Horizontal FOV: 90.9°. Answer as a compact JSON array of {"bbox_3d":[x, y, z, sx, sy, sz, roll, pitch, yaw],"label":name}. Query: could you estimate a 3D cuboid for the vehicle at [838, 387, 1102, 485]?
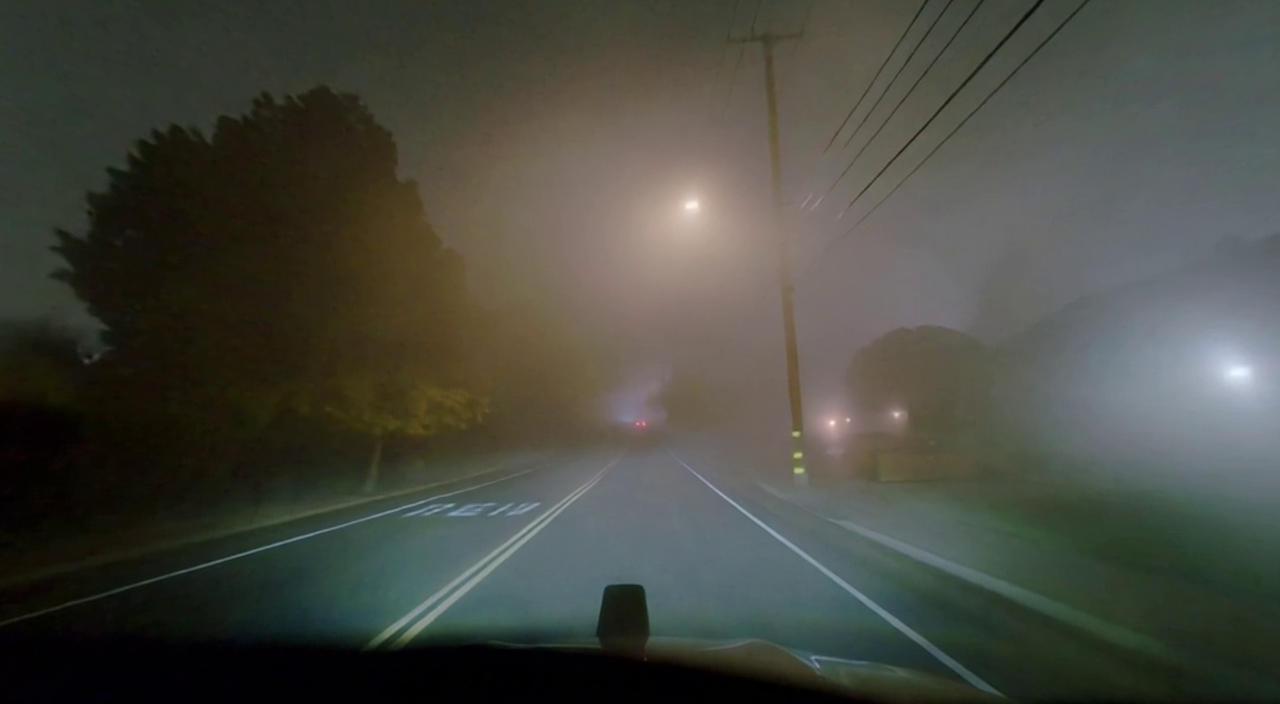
[{"bbox_3d":[9.249,2.420,18.158,6.133,2.254,2.383,-3,-8,-2],"label":"vehicle"}]
